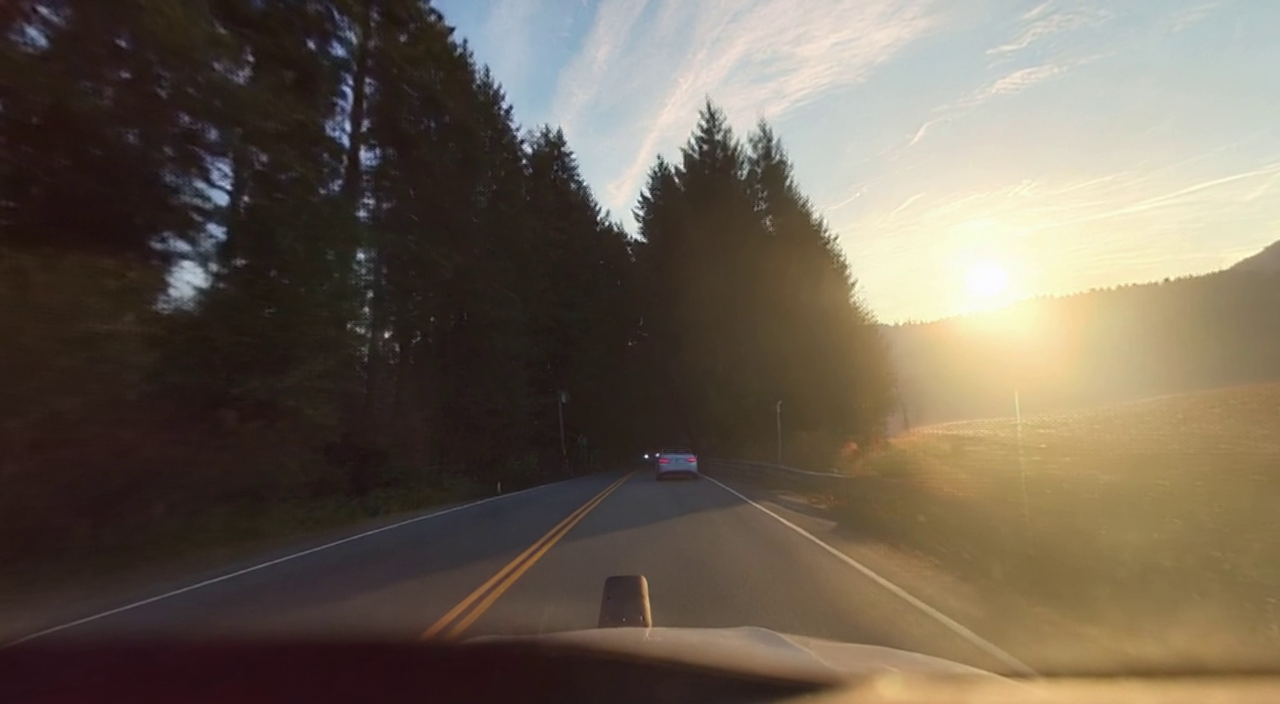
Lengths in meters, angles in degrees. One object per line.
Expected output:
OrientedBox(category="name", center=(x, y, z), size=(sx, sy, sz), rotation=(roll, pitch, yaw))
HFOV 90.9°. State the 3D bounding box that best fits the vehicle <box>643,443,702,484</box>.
OrientedBox(category="vehicle", center=(1.320, 4.657, 26.671), size=(2.274, 1.583, 4.349), rotation=(0, -8, 2))
